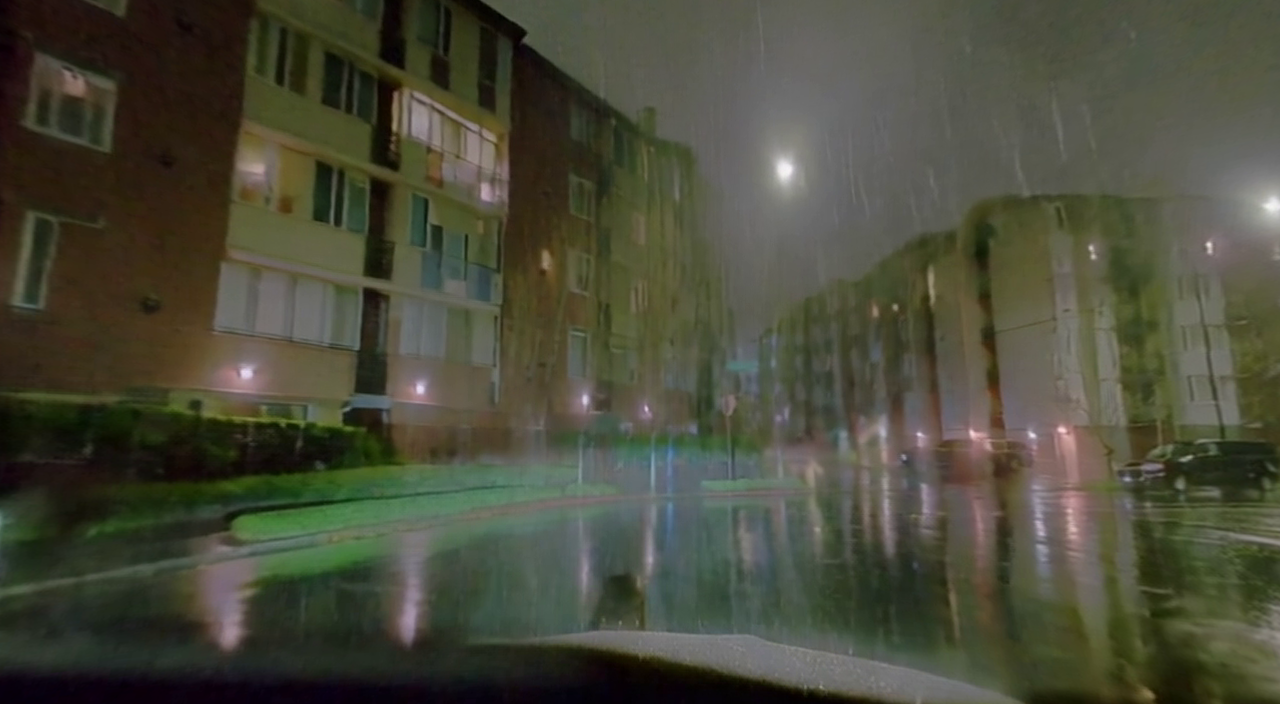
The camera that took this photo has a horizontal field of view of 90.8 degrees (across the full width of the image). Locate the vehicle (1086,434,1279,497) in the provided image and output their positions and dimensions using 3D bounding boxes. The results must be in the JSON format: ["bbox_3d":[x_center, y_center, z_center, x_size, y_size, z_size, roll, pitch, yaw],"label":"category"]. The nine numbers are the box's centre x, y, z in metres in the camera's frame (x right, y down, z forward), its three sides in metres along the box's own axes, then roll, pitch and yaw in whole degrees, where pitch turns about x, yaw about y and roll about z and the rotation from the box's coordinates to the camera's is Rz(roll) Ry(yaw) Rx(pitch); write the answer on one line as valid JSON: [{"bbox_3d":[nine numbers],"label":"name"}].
[{"bbox_3d":[16.226,3.334,18.752,4.584,1.744,1.946,1,-9,-6],"label":"vehicle"}]

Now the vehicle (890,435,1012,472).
[{"bbox_3d":[13.327,4.337,27.097,4.714,1.458,1.812,3,-9,-18],"label":"vehicle"}]
